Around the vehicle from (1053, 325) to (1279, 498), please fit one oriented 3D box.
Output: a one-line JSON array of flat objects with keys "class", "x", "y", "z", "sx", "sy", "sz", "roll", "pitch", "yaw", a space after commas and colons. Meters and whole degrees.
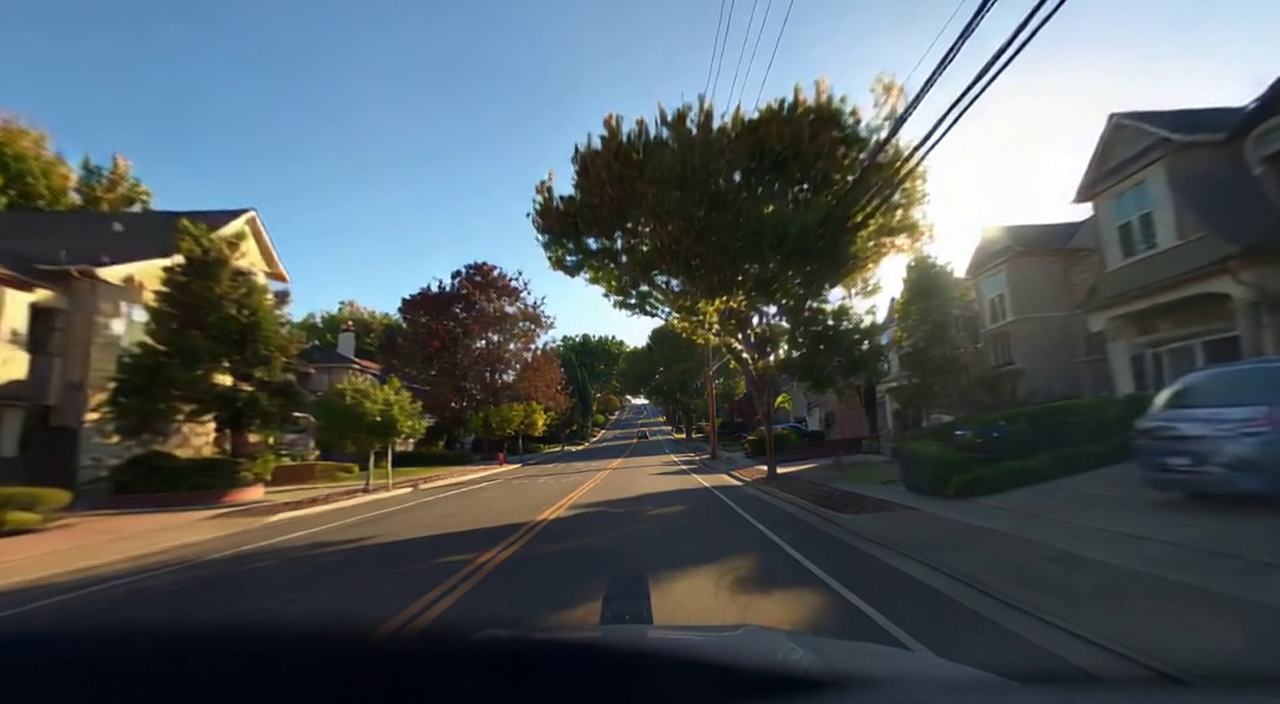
[{"class": "vehicle", "x": 7.601, "y": 0.757, "z": 7.907, "sx": 1.878, "sy": 1.743, "sz": 4.556, "roll": -6, "pitch": -9, "yaw": 4}]
